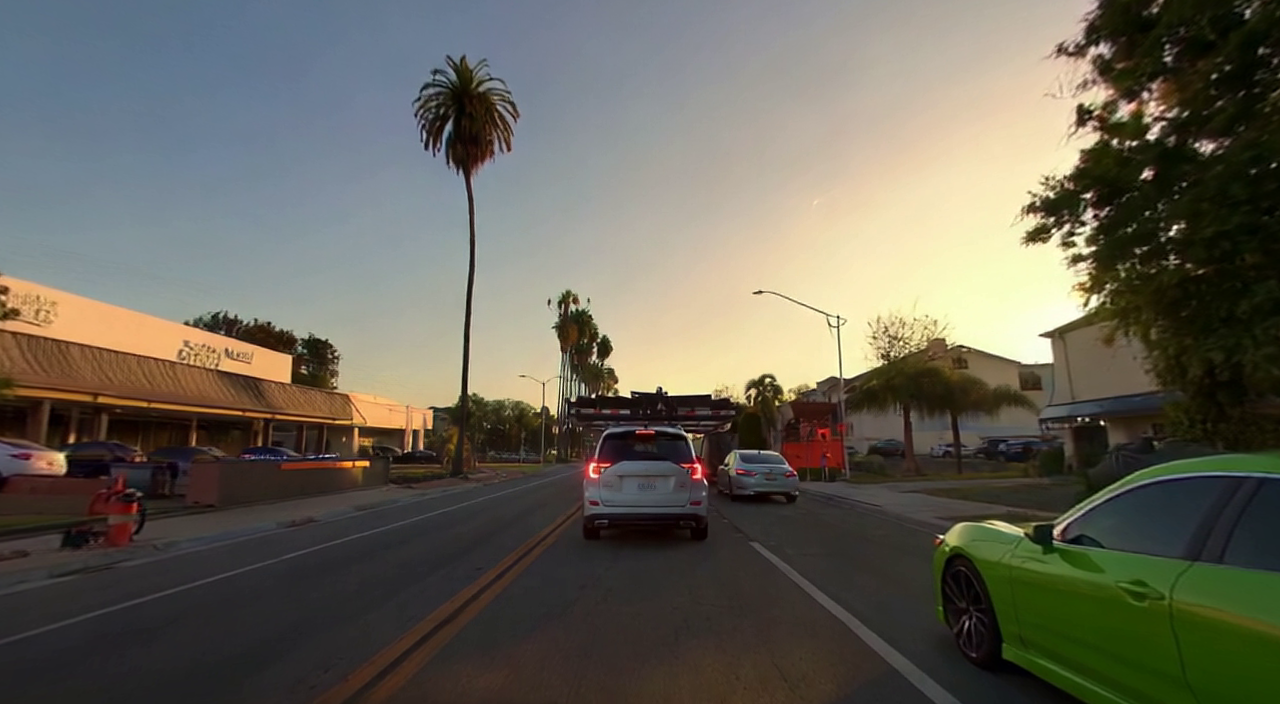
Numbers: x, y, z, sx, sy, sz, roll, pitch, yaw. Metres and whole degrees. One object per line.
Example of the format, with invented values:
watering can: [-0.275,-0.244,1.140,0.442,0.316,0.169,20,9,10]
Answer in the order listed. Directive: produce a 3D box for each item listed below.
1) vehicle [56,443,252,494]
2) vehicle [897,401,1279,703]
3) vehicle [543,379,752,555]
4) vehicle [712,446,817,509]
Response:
vehicle: [-15.086,3.612,19.690,4.490,1.500,1.875,0,-9,-2]
vehicle: [3.072,0.964,2.253,2.171,1.520,4.853,0,-8,-1]
vehicle: [0.127,1.993,11.592,2.728,2.305,6.506,0,-8,1]
vehicle: [3.239,3.336,17.208,2.010,1.499,4.107,0,-8,0]
